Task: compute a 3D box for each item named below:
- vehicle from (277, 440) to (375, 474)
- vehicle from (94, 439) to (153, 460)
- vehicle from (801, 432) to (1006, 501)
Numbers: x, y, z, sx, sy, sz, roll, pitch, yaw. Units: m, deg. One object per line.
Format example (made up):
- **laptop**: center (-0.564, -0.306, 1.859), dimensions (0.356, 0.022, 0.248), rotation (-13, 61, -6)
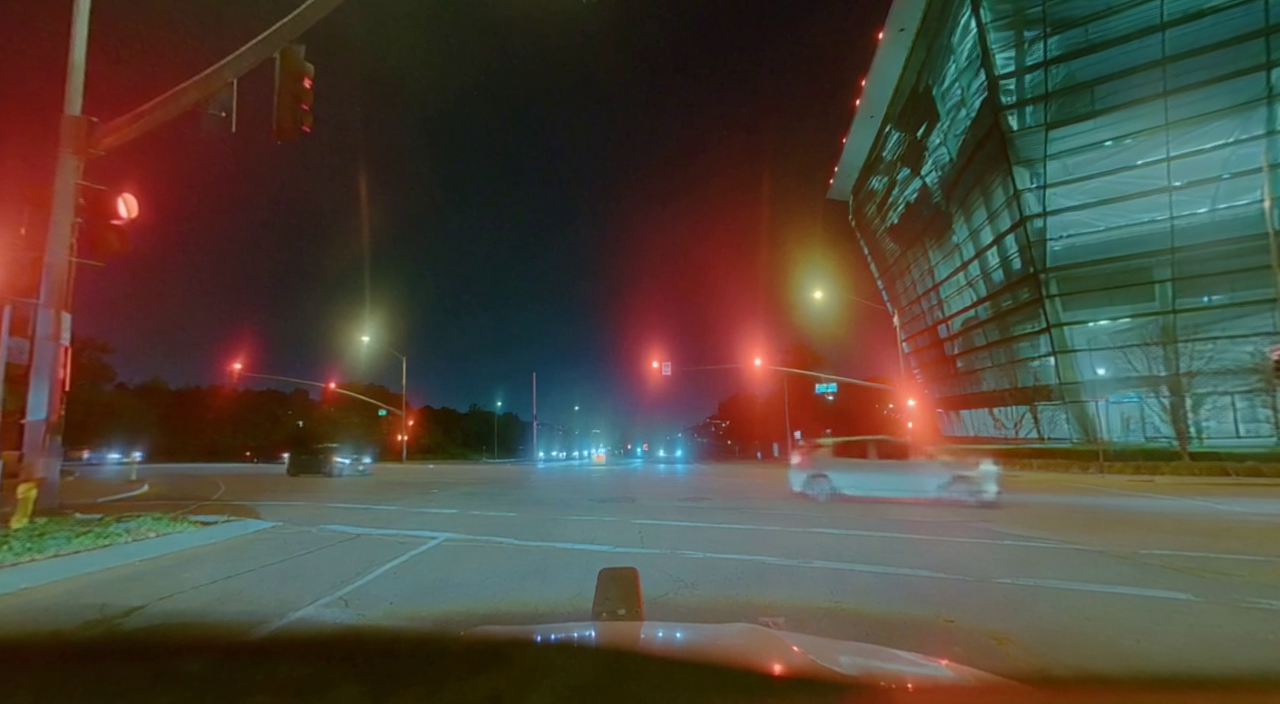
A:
- **vehicle**: center (-14.551, 4.811, 29.182), dimensions (4.798, 1.461, 1.939), rotation (-6, -10, 35)
- **vehicle**: center (-39.931, 7.544, 48.843), dimensions (4.110, 1.511, 1.883), rotation (-4, -10, 27)
- **vehicle**: center (7.054, 3.036, 17.186), dimensions (4.698, 1.609, 1.975), rotation (-7, -11, 37)
